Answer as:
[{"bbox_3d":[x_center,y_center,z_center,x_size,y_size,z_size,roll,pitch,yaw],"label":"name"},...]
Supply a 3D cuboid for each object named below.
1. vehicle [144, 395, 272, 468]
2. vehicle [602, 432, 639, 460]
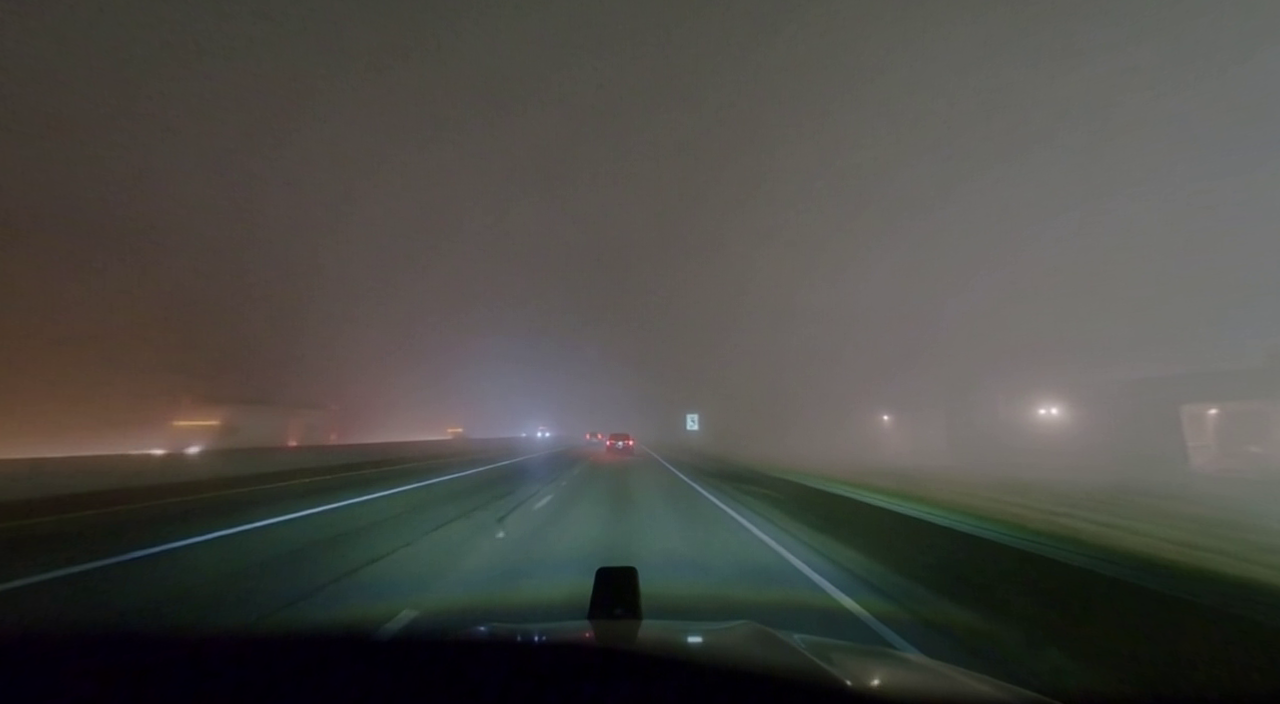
[{"bbox_3d":[-24.230,4.523,35.734,2.958,3.757,5.987,0,-8,-1],"label":"vehicle"},{"bbox_3d":[-1.077,5.214,35.202,1.948,1.470,3.913,0,-8,-2],"label":"vehicle"}]
